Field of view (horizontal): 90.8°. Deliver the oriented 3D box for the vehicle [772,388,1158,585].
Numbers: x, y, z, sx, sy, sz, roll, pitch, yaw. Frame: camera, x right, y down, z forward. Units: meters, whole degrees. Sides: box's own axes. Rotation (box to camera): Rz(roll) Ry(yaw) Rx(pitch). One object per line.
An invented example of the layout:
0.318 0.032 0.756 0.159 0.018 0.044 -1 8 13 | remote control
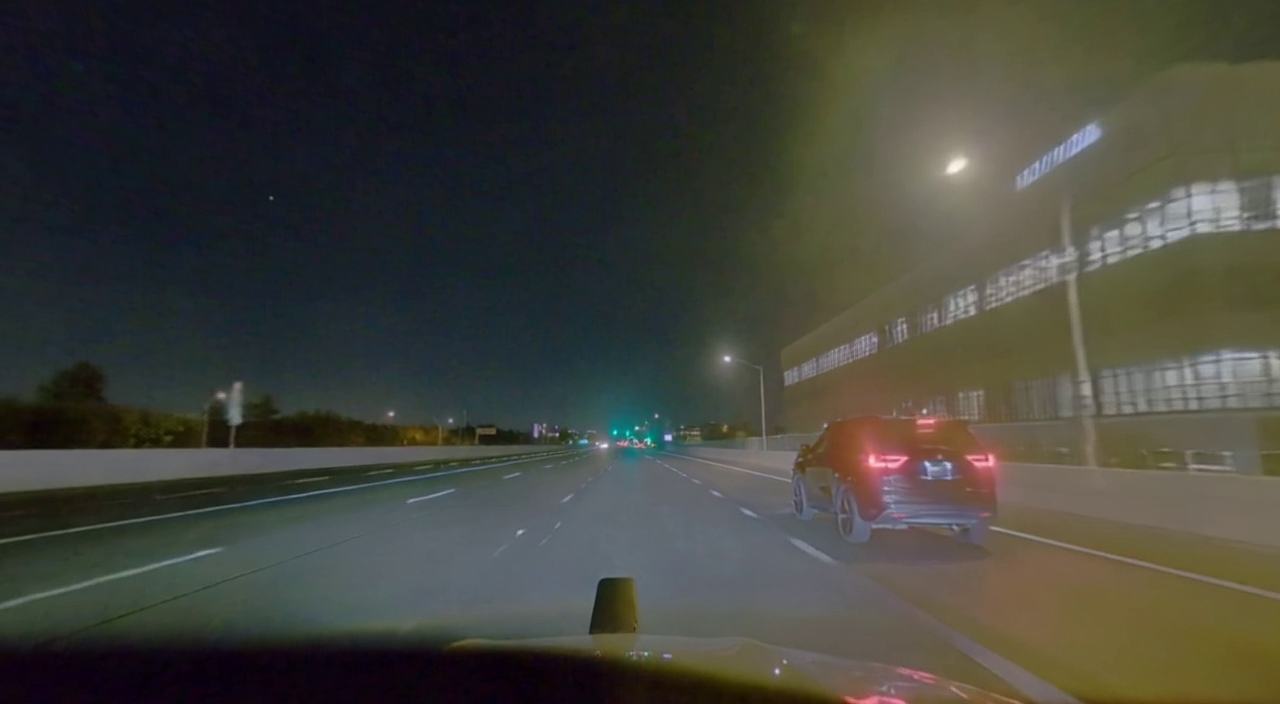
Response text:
3.460 1.582 8.266 2.212 1.753 5.064 0 -9 -2 | vehicle
